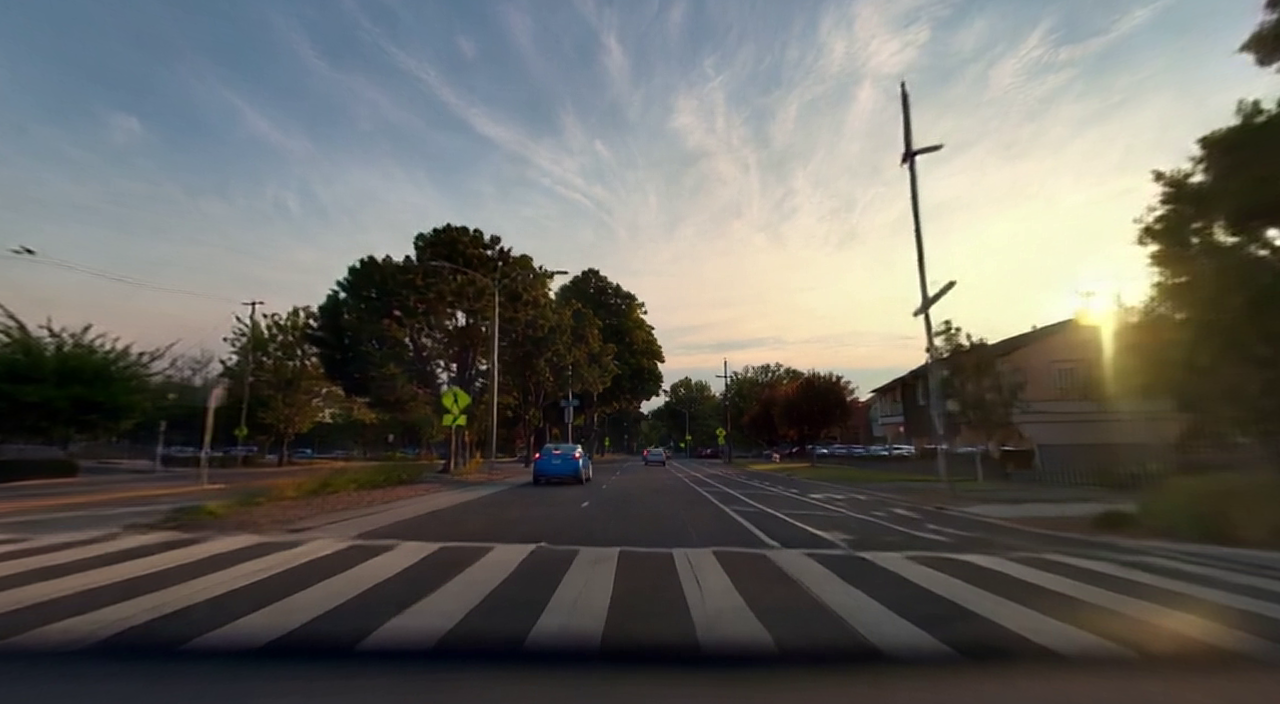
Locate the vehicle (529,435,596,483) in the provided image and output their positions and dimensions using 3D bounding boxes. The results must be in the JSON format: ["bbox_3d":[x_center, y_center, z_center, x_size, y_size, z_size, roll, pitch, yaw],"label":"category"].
[{"bbox_3d":[-3.128,4.409,26.331,2.150,1.812,4.423,0,-9,1],"label":"vehicle"}]

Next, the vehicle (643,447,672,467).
[{"bbox_3d":[1.308,7.946,47.821,2.075,1.480,3.920,0,-9,0],"label":"vehicle"}]
